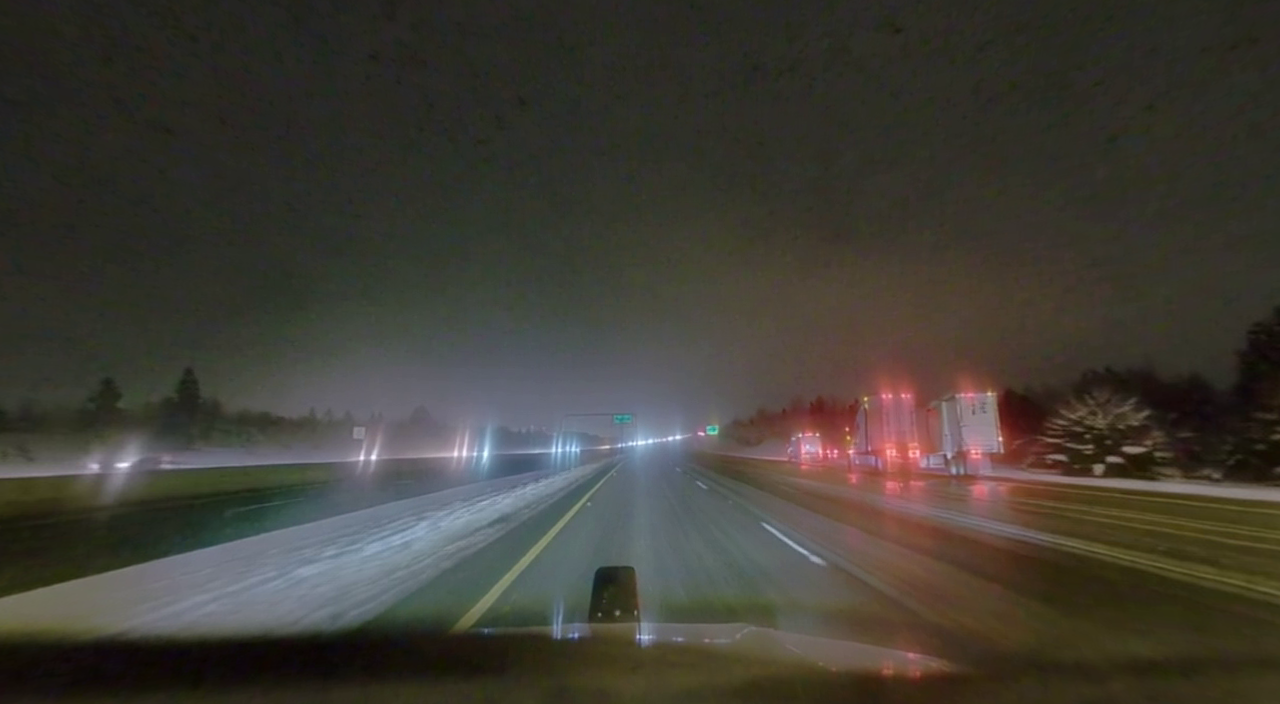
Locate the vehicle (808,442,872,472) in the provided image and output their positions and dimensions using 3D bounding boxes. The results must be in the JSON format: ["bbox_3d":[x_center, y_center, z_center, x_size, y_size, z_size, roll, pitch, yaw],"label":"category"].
[{"bbox_3d":[11.284,5.939,35.980,2.229,1.599,4.253,0,-9,-1],"label":"vehicle"}]

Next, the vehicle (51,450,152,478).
[{"bbox_3d":[-37.662,7.810,44.468,2.108,1.819,5.658,0,-9,0],"label":"vehicle"}]
